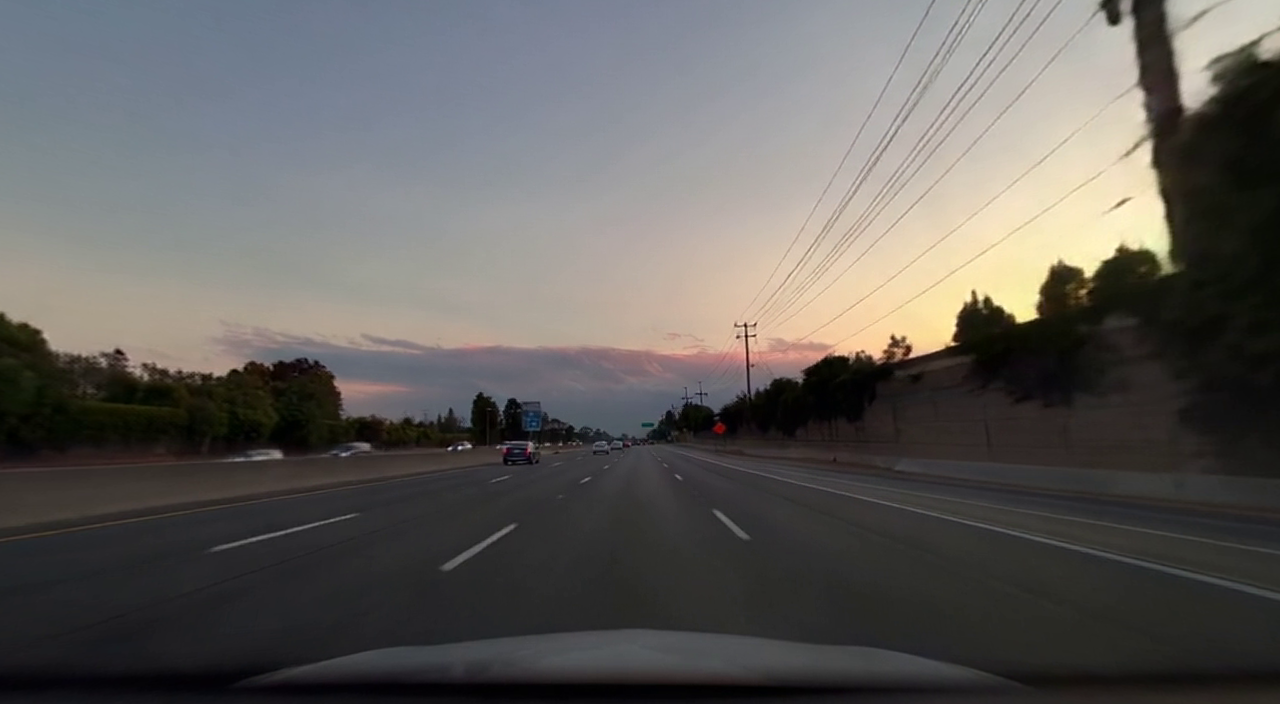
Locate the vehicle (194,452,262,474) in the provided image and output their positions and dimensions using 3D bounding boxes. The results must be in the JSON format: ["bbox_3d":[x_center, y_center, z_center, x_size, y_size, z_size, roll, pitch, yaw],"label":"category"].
[{"bbox_3d":[-29.075,7.833,44.641,1.812,1.501,4.462,0,-9,0],"label":"vehicle"}]

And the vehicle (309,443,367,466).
[{"bbox_3d":[-22.089,7.534,46.293,2.050,1.583,4.506,0,-9,0],"label":"vehicle"}]

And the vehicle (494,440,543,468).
[{"bbox_3d":[-7.303,6.201,38.347,2.034,1.563,4.476,0,-9,1],"label":"vehicle"}]
